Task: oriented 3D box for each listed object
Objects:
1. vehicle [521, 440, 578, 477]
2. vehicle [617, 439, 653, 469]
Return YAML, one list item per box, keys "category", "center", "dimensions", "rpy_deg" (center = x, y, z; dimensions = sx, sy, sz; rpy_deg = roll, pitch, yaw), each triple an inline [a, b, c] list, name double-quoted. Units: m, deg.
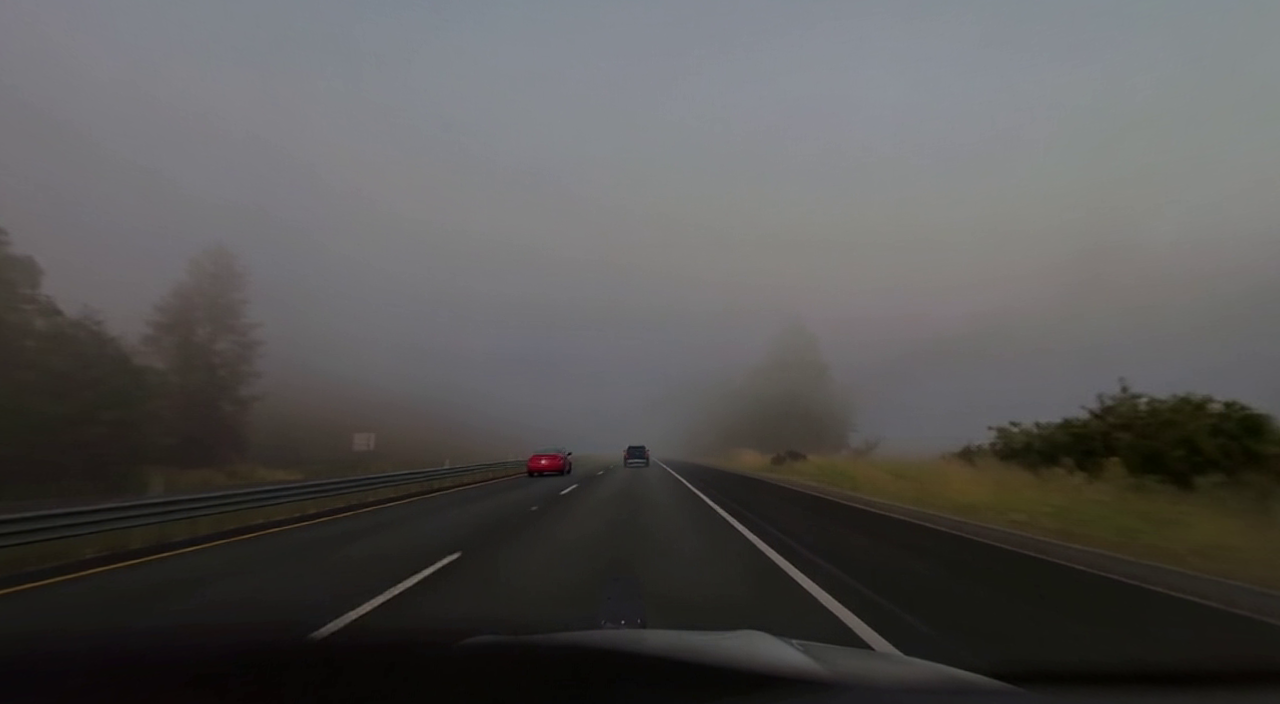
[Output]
- category: "vehicle"
  center: [-4.336, 5.196, 30.830]
  dimensions: [2.113, 1.656, 4.215]
  rpy_deg: [0, -9, 1]
- category: "vehicle"
  center: [-0.274, 6.357, 39.303]
  dimensions: [2.126, 1.786, 3.958]
  rpy_deg: [0, -9, 0]
